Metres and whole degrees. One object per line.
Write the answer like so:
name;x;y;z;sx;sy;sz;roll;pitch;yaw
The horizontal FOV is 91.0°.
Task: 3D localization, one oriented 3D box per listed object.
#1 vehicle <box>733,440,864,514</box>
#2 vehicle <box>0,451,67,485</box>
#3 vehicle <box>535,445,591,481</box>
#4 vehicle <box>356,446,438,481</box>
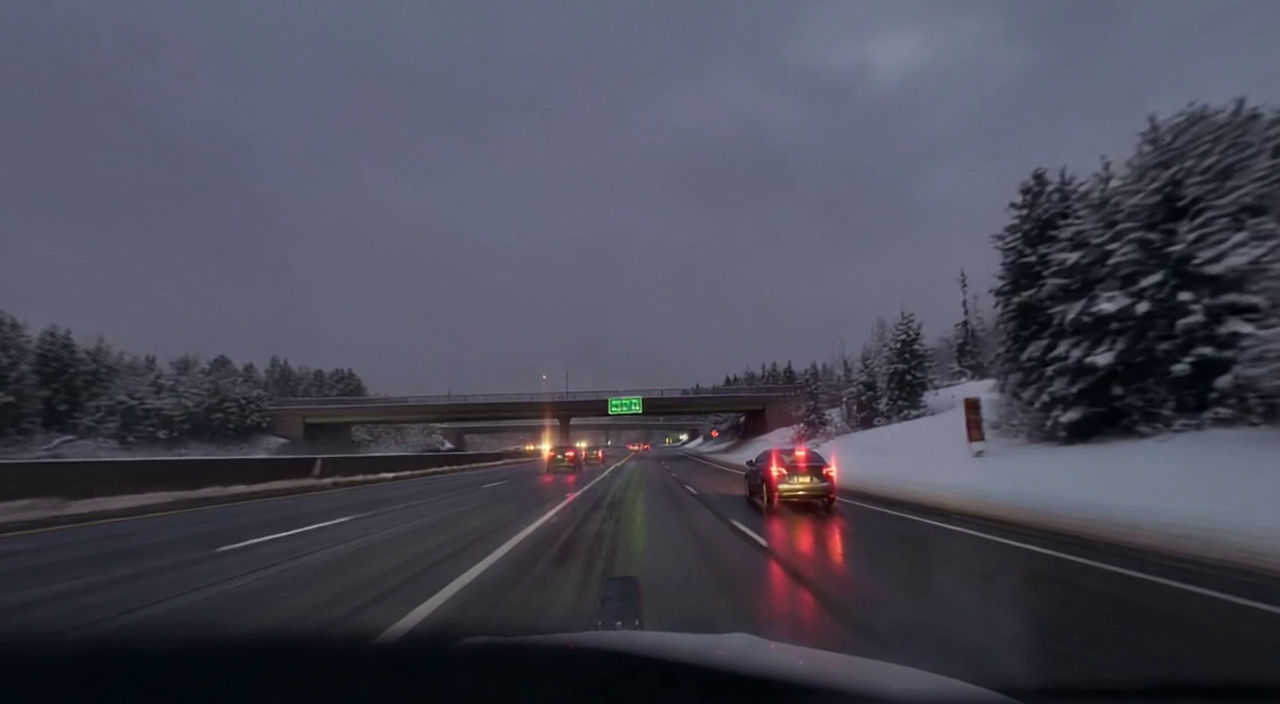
vehicle;3.675;2.994;15.542;2.079;1.535;4.316;0;-9;0
vehicle;-31.467;5.703;31.198;1.859;1.580;4.528;0;-9;0
vehicle;-3.530;5.202;29.853;2.072;1.545;4.687;0;-9;0
vehicle;-11.345;5.224;29.757;1.919;1.497;4.765;0;-9;1
